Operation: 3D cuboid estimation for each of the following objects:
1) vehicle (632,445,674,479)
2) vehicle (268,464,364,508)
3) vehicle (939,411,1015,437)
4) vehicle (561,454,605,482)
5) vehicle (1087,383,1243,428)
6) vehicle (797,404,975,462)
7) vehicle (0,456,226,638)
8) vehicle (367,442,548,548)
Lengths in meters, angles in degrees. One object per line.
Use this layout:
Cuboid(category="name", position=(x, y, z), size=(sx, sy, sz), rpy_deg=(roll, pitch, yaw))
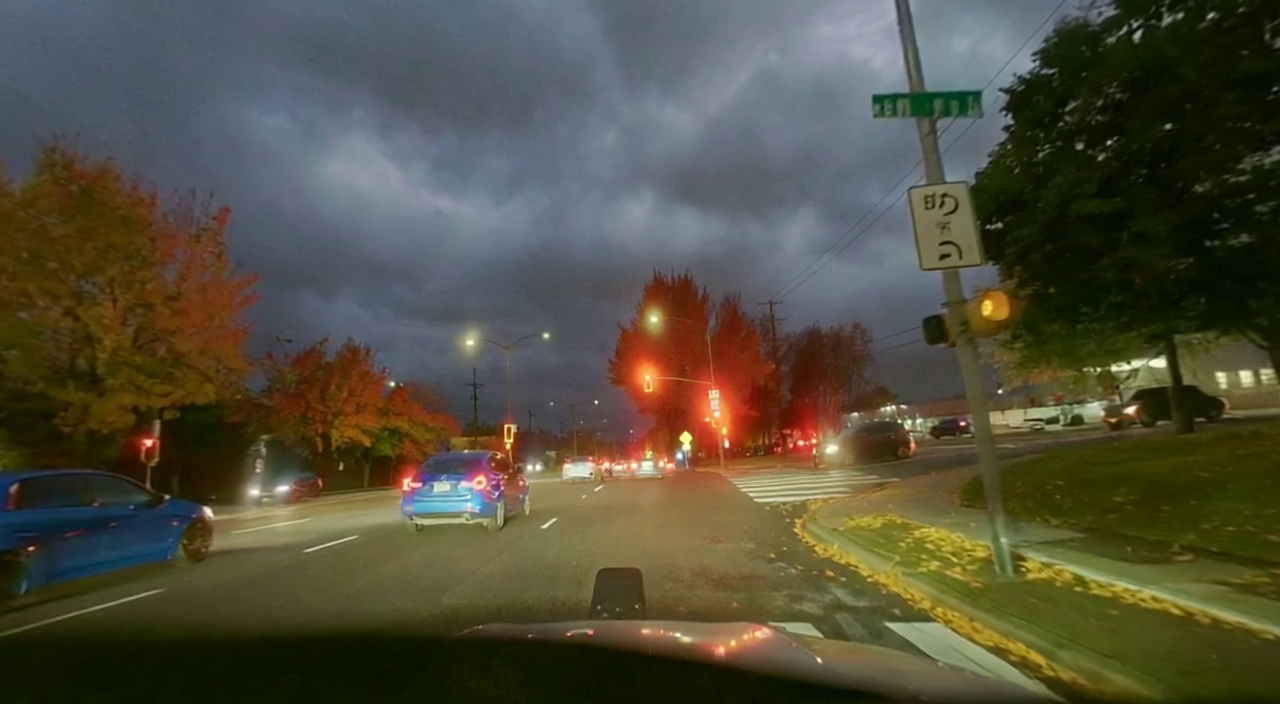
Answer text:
Cuboid(category="vehicle", position=(0.656, 5.871, 33.864), size=(2.144, 1.704, 4.028), rpy_deg=(0, -9, 0))
Cuboid(category="vehicle", position=(-15.353, 6.335, 30.169), size=(2.012, 1.787, 4.557), rpy_deg=(0, -9, 2))
Cuboid(category="vehicle", position=(23.291, 5.062, 43.746), size=(1.906, 1.621, 4.563), rpy_deg=(3, -9, -16))
Cuboid(category="vehicle", position=(-3.376, 6.932, 37.919), size=(2.068, 1.482, 4.490), rpy_deg=(0, -9, 2))
Cuboid(category="vehicle", position=(22.158, 2.291, 26.735), size=(4.625, 1.760, 2.065), rpy_deg=(0, -9, 3))
Cuboid(category="vehicle", position=(10.227, 3.462, 26.623), size=(6.464, 2.280, 2.483), rpy_deg=(1, -9, -4))
Cuboid(category="vehicle", position=(-6.764, 1.917, 6.542), size=(1.932, 1.596, 4.247), rpy_deg=(0, -9, 1))
Cuboid(category="vehicle", position=(-3.279, 2.648, 12.448), size=(2.085, 1.663, 4.513), rpy_deg=(0, -9, 2))
